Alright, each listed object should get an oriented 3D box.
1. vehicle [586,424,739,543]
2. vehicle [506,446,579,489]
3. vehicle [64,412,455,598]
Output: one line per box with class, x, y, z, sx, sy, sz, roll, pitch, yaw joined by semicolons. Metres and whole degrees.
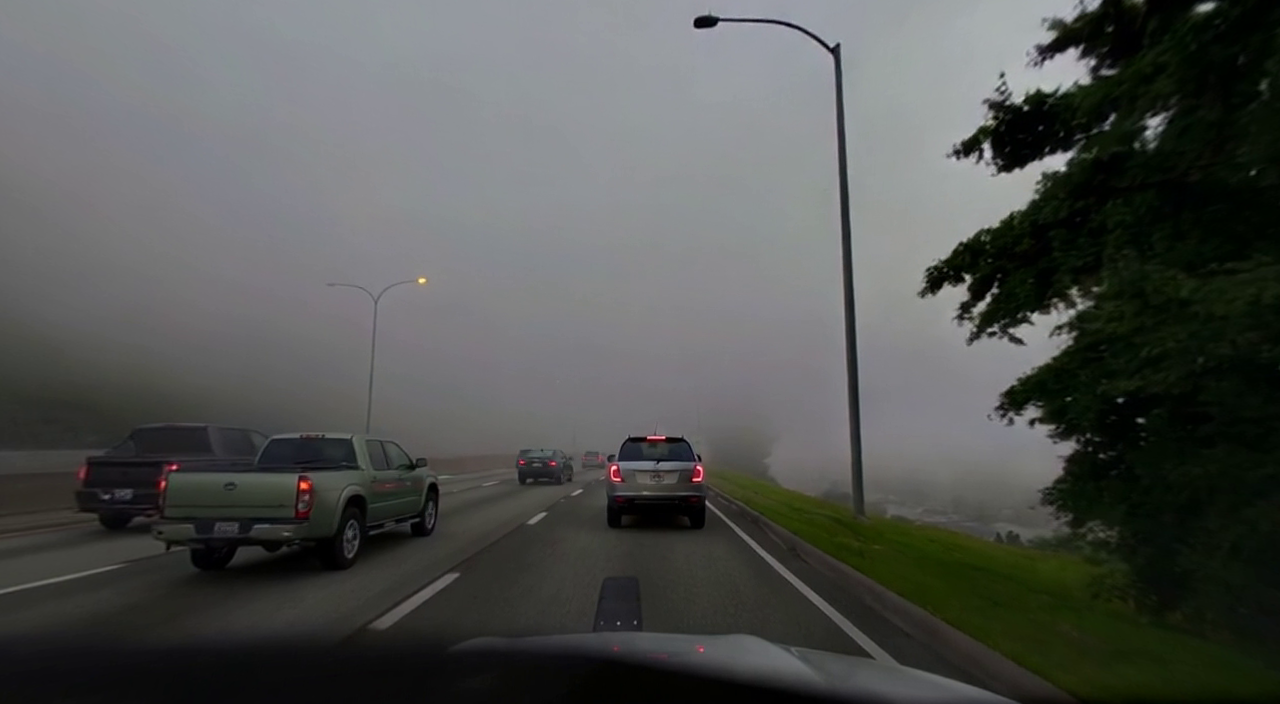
vehicle;0.386;2.265;11.543;2.235;1.716;4.435;-1;-8;2
vehicle;-3.550;4.288;23.878;1.868;1.470;4.105;-1;-9;4
vehicle;-4.174;1.734;8.061;2.076;1.688;4.334;-1;-9;4
